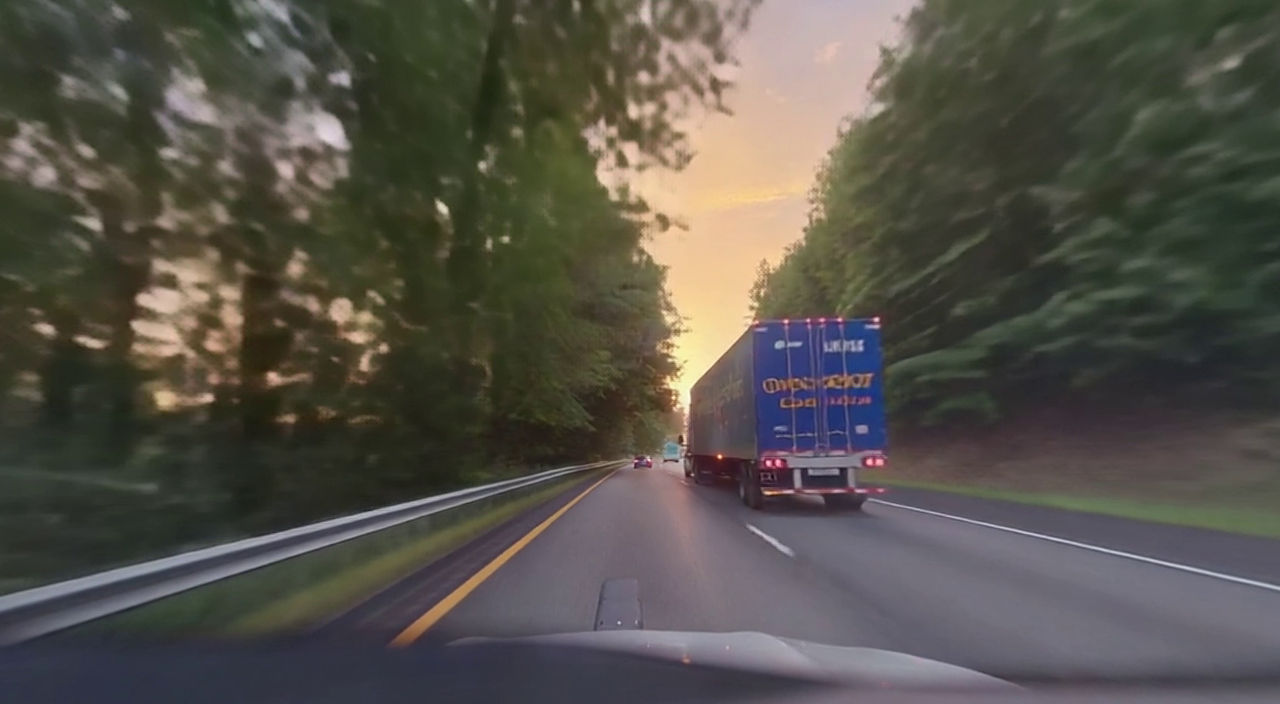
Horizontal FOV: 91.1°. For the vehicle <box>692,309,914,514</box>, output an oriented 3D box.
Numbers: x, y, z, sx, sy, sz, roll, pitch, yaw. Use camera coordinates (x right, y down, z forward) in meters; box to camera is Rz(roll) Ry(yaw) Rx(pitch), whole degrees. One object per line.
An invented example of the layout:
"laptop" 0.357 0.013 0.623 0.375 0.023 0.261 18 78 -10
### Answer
"vehicle" 3.699 2.028 18.330 3.440 4.090 11.380 -1 -9 0
